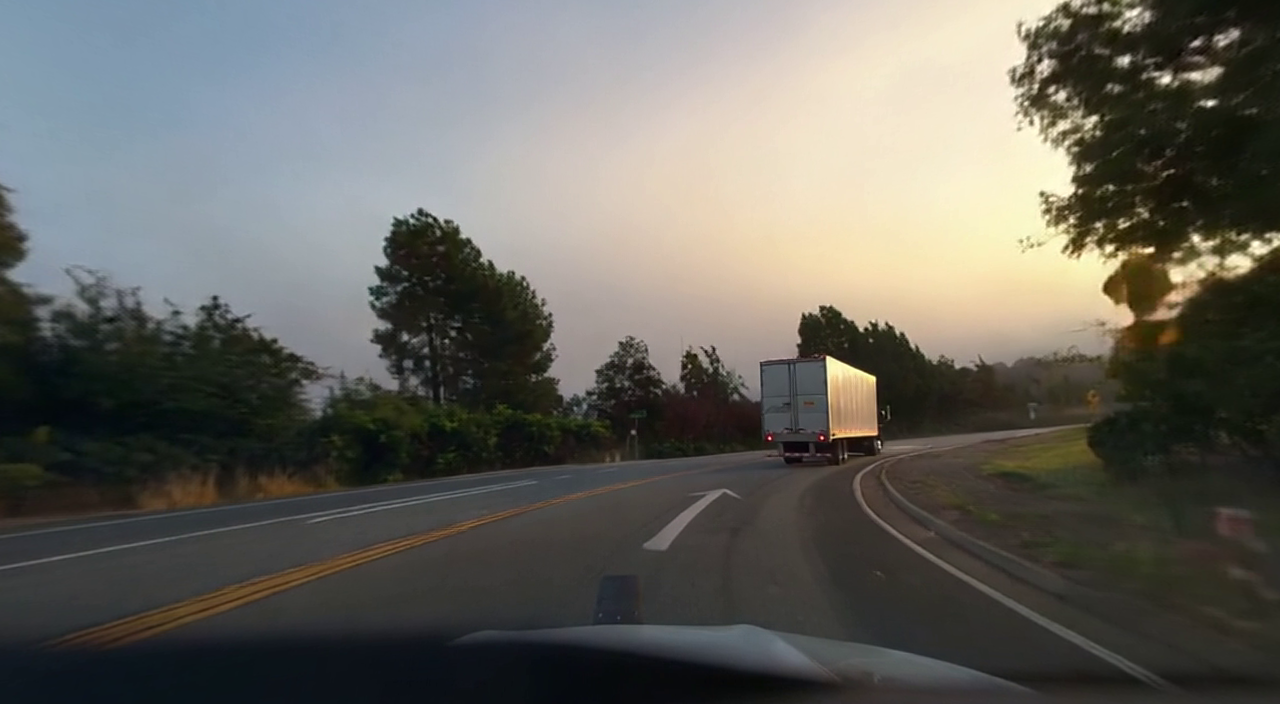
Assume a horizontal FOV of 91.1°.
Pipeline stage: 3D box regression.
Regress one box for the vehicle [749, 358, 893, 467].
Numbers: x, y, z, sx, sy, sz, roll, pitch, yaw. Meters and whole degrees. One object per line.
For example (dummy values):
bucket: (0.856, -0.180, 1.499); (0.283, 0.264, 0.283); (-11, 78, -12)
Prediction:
vehicle: (8.042, 2.725, 26.543); (2.837, 3.712, 10.484); (-5, -9, 32)
